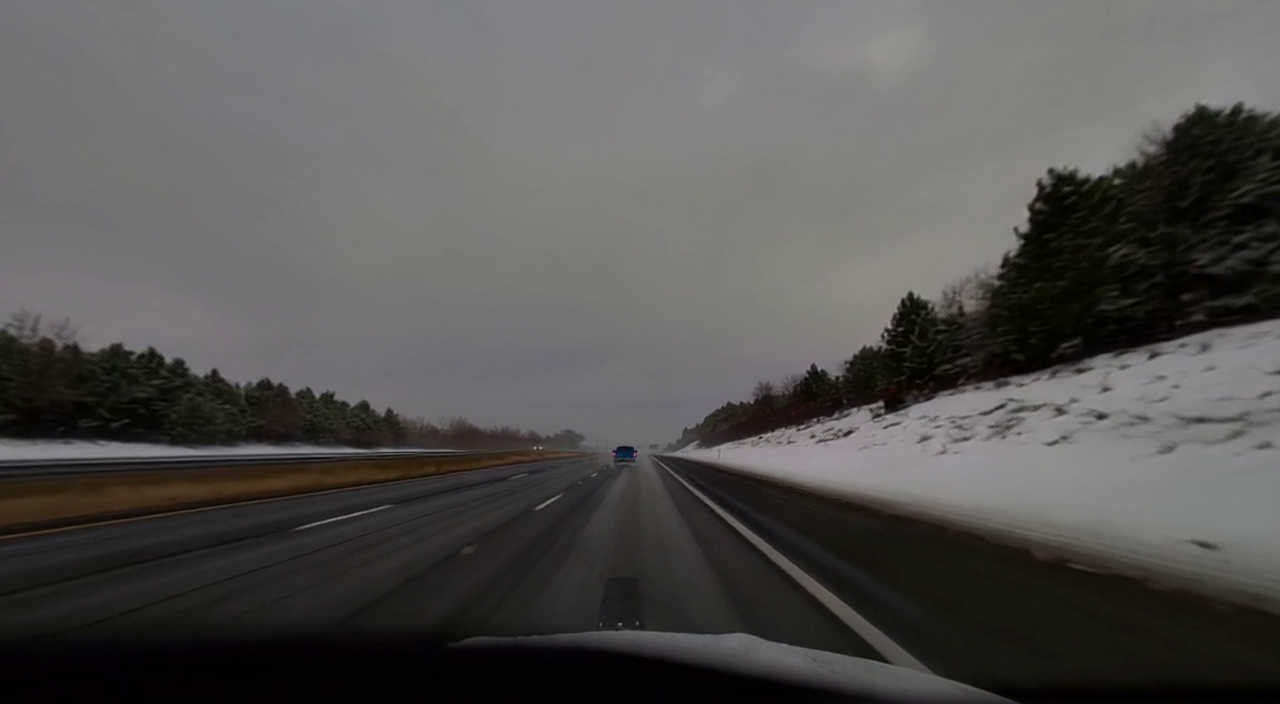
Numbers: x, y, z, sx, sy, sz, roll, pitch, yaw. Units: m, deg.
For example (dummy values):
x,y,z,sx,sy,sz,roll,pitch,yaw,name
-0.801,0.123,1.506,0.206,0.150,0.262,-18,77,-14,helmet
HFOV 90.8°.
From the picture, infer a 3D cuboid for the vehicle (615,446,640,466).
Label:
x,y,z,sx,sy,sz,roll,pitch,yaw,name
-0.947,8.090,49.206,1.891,1.456,3.806,0,-9,0,vehicle
